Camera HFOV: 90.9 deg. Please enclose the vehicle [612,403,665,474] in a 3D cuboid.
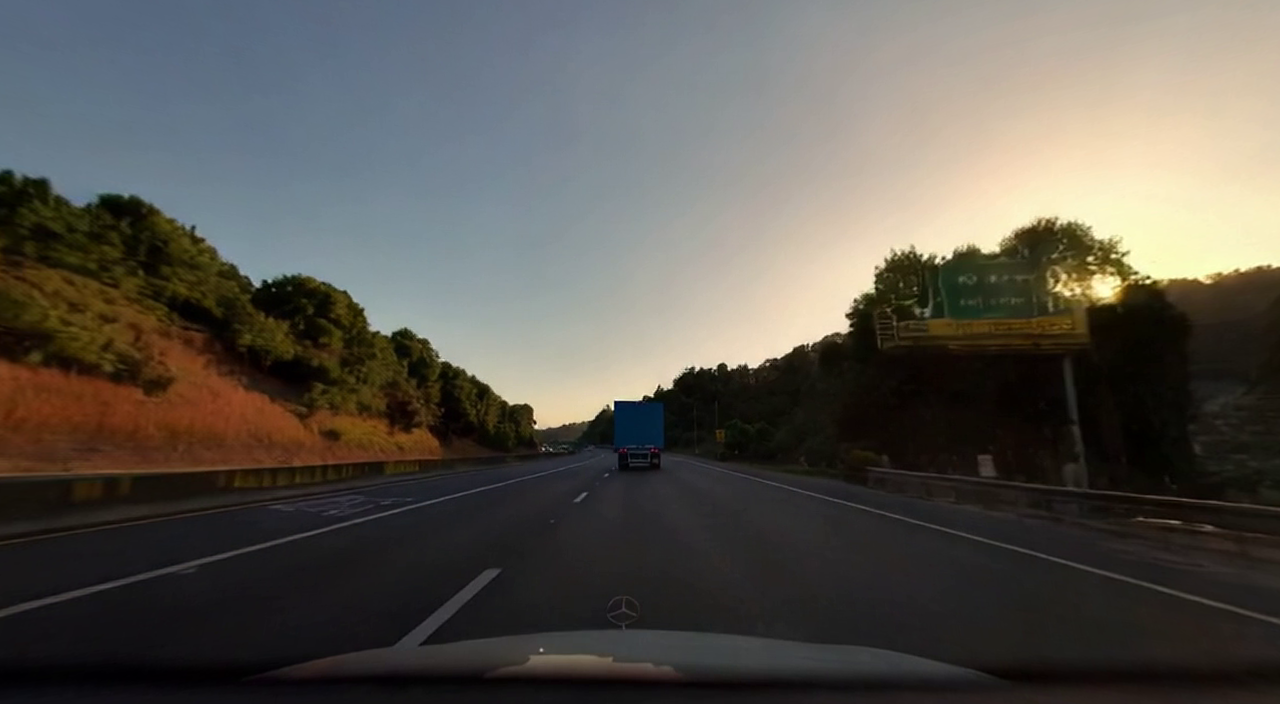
[{"bbox_3d":[-0.134,5.731,41.014,2.982,3.947,11.075,0,-9,-1],"label":"vehicle"}]
